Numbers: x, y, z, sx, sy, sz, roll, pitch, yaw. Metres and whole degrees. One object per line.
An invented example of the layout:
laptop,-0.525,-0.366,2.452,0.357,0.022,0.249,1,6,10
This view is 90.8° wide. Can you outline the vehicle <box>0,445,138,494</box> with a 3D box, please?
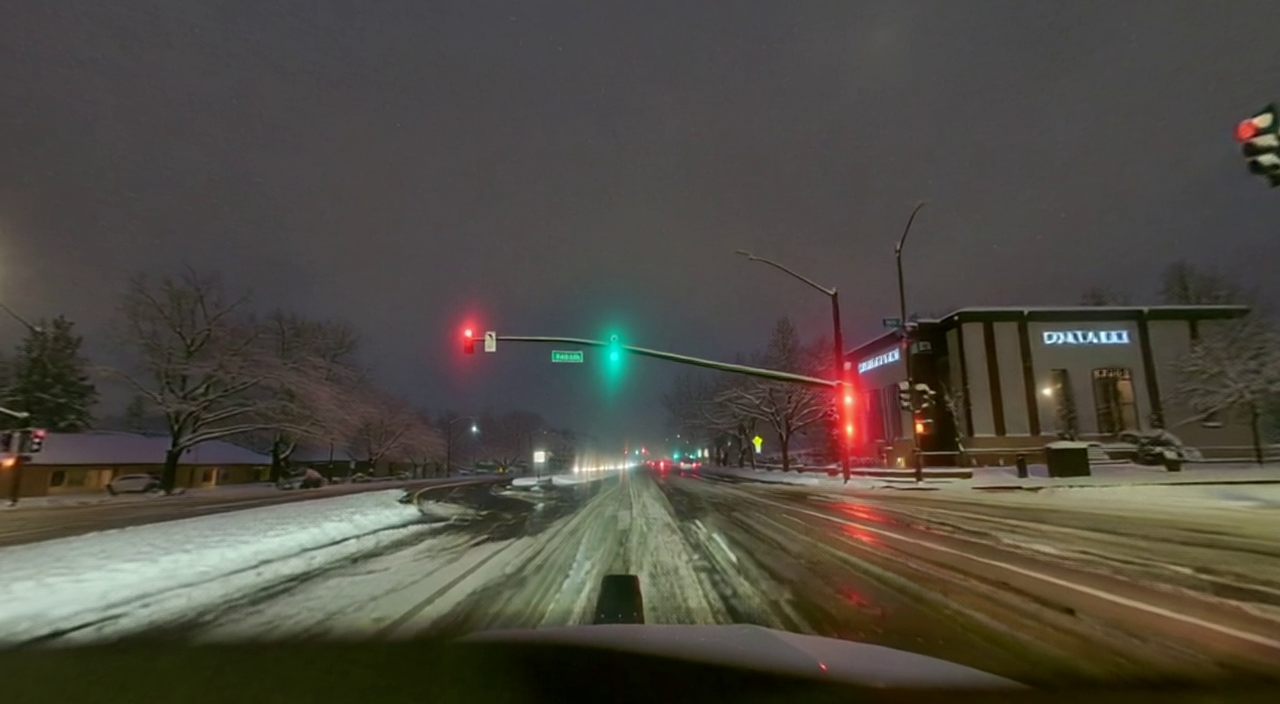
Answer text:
vehicle,-40.944,8.383,45.378,7.220,3.287,2.764,0,-8,0
